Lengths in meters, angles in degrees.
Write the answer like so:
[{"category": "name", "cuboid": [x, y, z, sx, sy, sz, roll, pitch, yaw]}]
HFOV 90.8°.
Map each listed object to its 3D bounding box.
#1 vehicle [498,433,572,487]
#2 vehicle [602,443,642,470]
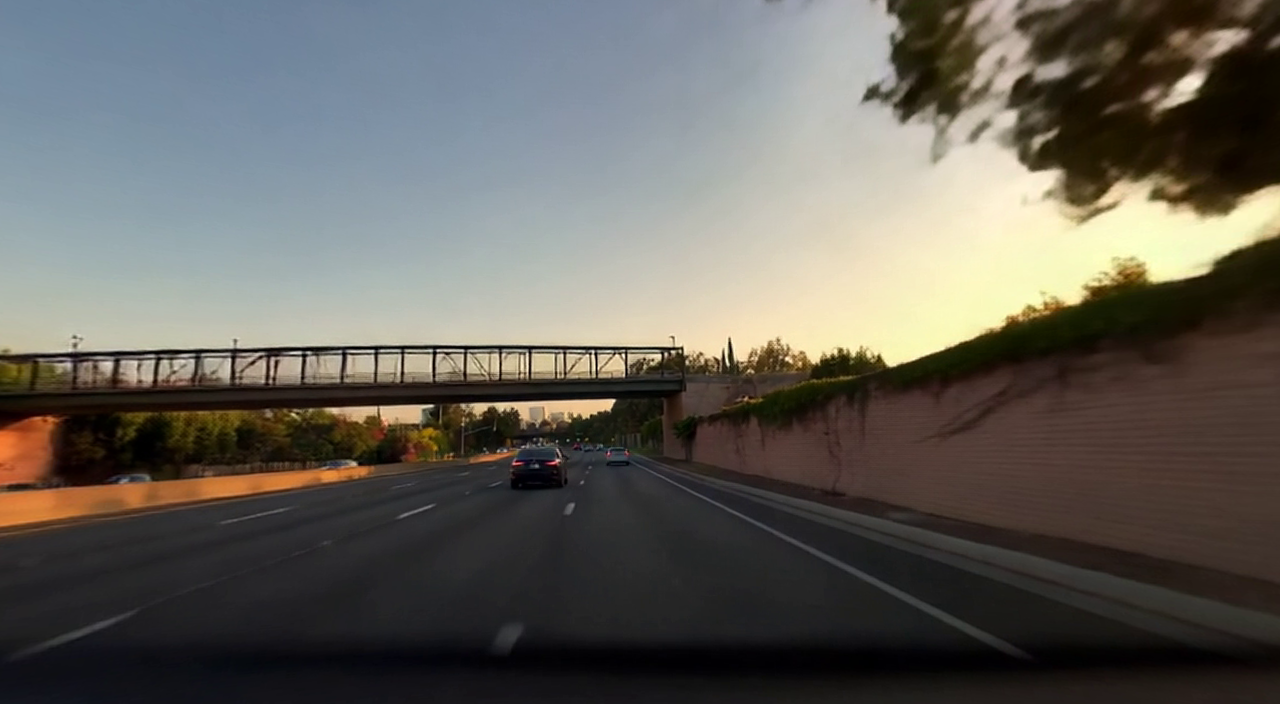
[{"category": "vehicle", "cuboid": [-3.763, 3.969, 23.547, 2.223, 1.771, 4.581, 0, -8, -3]}, {"category": "vehicle", "cuboid": [-1.146, 6.206, 37.720, 2.205, 1.509, 4.272, 1, -8, -5]}]
